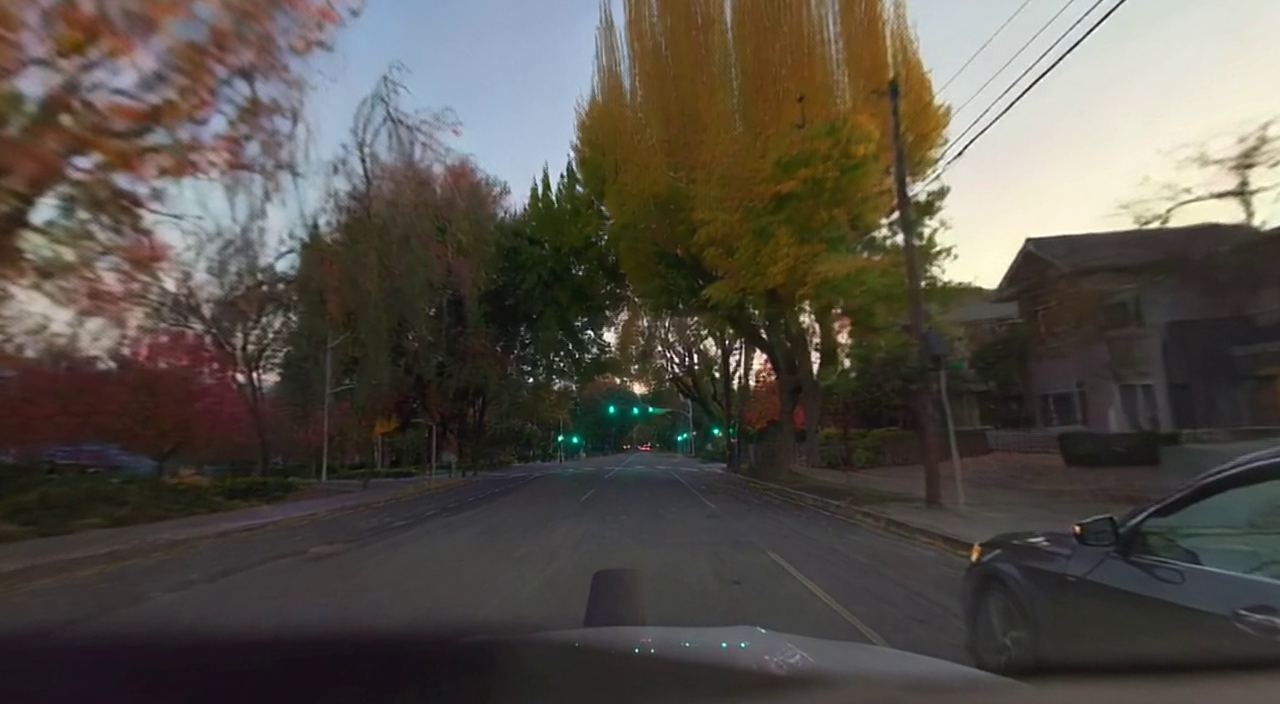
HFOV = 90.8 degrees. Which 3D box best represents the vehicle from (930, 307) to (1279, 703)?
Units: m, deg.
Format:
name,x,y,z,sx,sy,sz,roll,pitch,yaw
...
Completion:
name,x,y,z,sx,sy,sz,roll,pitch,yaw
vehicle,3.052,0.729,1.673,2.224,1.791,4.834,0,-9,0
